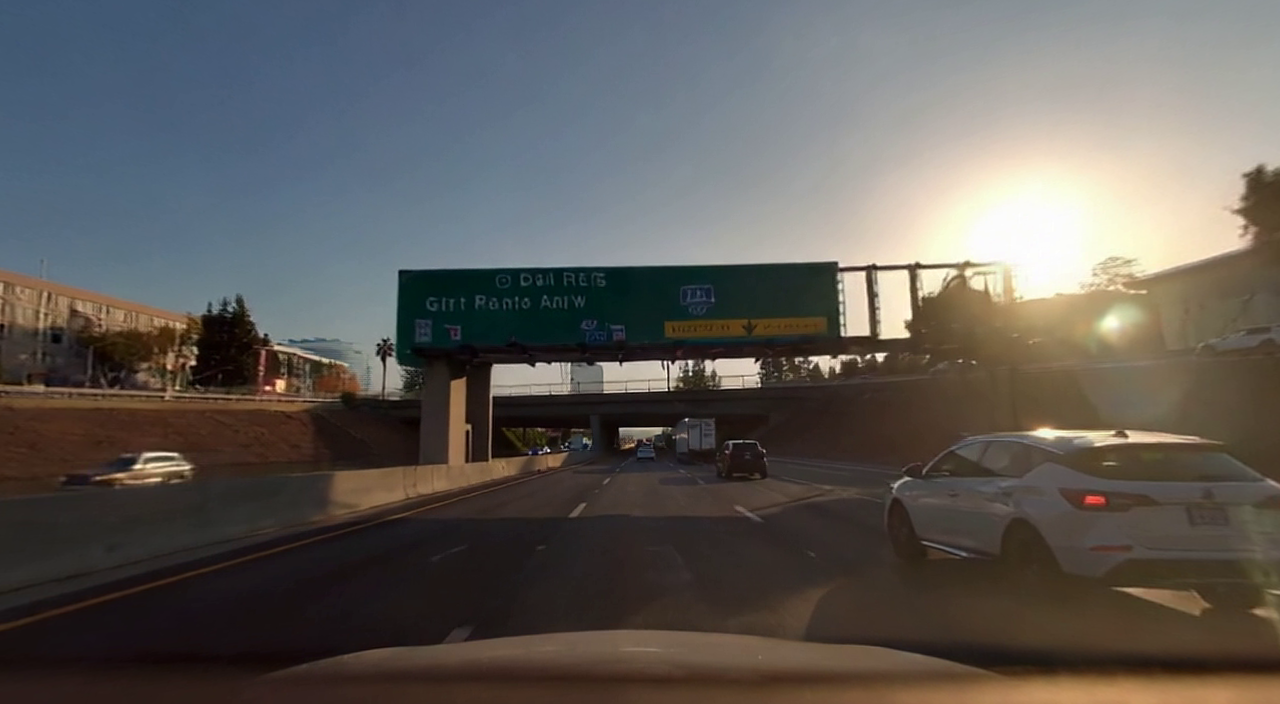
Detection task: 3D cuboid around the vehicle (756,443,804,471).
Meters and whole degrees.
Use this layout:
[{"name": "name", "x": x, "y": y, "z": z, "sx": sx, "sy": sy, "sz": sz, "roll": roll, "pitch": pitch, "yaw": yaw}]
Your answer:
[{"name": "vehicle", "x": 7.665, "y": 5.771, "z": 34.839, "sx": 1.828, "sy": 1.472, "sz": 3.805, "roll": 0, "pitch": -8, "yaw": 0}]

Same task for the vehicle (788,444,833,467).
[{"name": "vehicle", "x": 11.699, "y": 7.110, "z": 43.544, "sx": 1.926, "sy": 1.451, "sz": 3.936, "roll": 0, "pitch": -8, "yaw": 0}]

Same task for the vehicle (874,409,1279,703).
[{"name": "vehicle", "x": 3.606, "y": 1.308, "z": 4.874, "sx": 1.902, "sy": 1.481, "sz": 4.451, "roll": 0, "pitch": -8, "yaw": 0}]

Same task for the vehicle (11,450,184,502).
[{"name": "vehicle", "x": -22.800, "y": 5.183, "z": 26.969, "sx": 2.242, "sy": 1.896, "sz": 5.776, "roll": 0, "pitch": -8, "yaw": 1}]

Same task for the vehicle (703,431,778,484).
[{"name": "vehicle", "x": 3.829, "y": 4.124, "z": 24.950, "sx": 2.086, "sy": 1.858, "sz": 4.737, "roll": 0, "pitch": -8, "yaw": -1}]
